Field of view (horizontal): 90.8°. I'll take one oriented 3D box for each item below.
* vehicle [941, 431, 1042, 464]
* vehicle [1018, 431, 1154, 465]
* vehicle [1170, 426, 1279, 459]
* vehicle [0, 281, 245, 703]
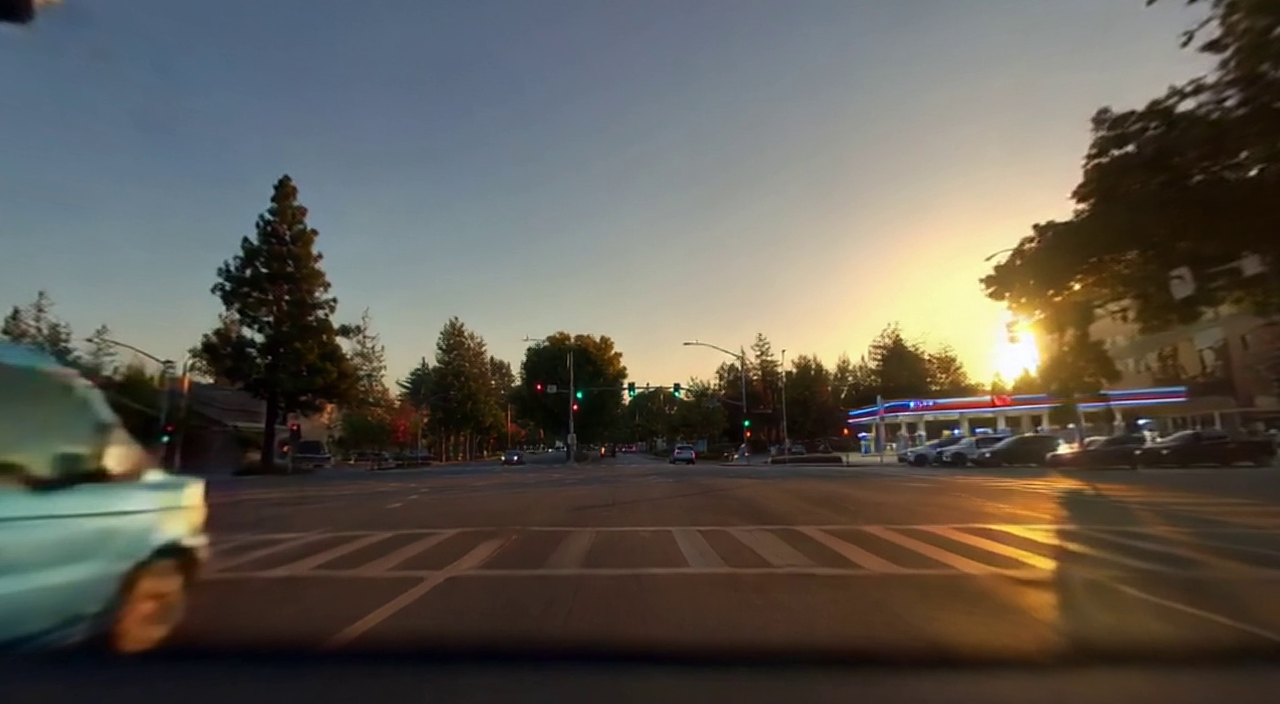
[{"bbox_3d":[19.424,5.305,35.032,4.364,1.737,1.967,0,-8,0],"label":"vehicle"},{"bbox_3d":[20.158,4.377,28.727,4.615,1.474,2.004,0,-8,0],"label":"vehicle"},{"bbox_3d":[29.442,4.458,31.161,4.768,1.525,1.919,0,-8,0],"label":"vehicle"},{"bbox_3d":[-3.776,0.564,1.585,2.206,2.007,5.190,0,-8,0],"label":"vehicle"}]
